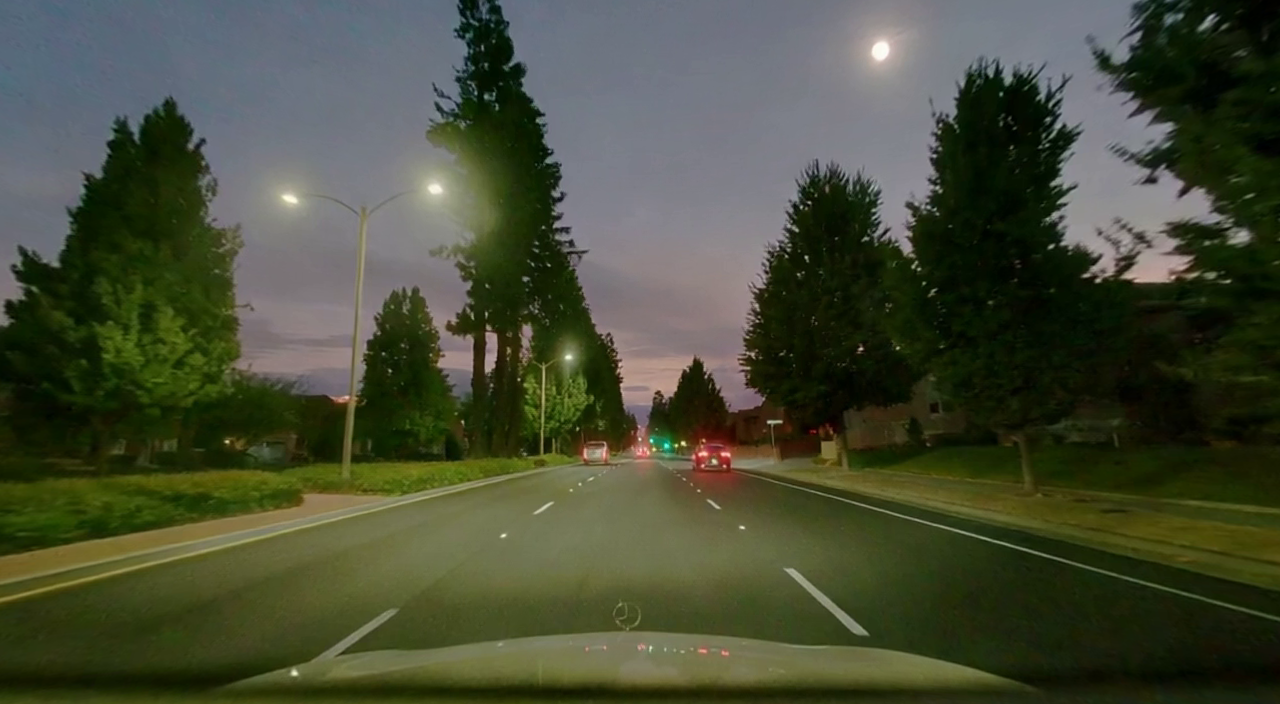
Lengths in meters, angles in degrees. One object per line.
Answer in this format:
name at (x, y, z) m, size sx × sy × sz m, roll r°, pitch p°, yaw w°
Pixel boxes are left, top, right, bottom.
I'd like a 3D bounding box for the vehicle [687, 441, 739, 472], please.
vehicle at (3.989, 5.822, 35.351) m, size 2.237 × 1.578 × 4.621 m, roll 0°, pitch -8°, yaw -1°
